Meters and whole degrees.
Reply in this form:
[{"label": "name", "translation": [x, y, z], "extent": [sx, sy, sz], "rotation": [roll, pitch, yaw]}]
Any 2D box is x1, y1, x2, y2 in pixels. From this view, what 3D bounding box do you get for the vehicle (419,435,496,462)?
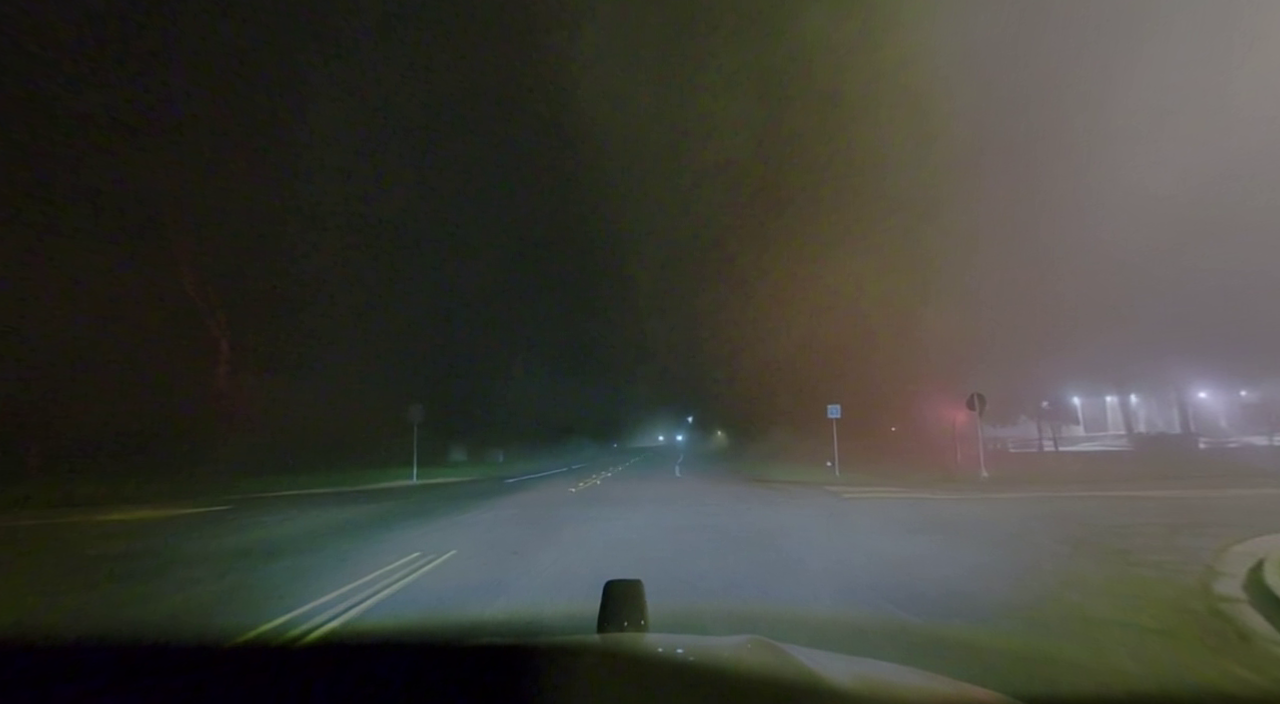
[{"label": "vehicle", "translation": [-12.637, 6.727, 43.792], "extent": [4.702, 1.761, 1.978], "rotation": [0, -8, 3]}]
